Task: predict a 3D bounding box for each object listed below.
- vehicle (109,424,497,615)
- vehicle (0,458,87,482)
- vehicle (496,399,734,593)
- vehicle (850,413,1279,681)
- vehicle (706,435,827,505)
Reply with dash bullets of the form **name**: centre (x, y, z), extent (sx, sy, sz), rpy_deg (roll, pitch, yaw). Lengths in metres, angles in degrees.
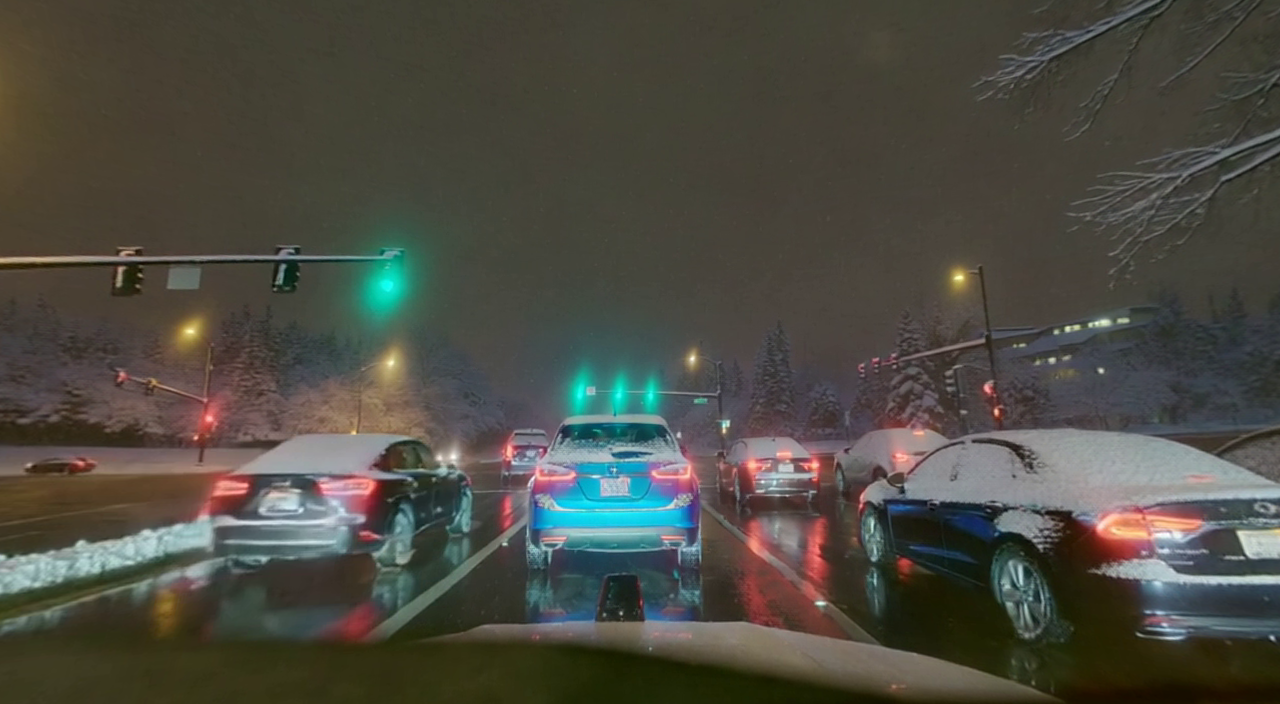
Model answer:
- **vehicle**: centre (-3.174, 1.658, 7.231), extent (2.077, 1.493, 4.281), rpy_deg (0, -9, 0)
- **vehicle**: centre (-39.358, 7.700, 41.314), extent (4.369, 1.466, 1.791), rpy_deg (1, -9, -9)
- **vehicle**: centre (-0.279, 1.560, 7.629), extent (2.101, 1.707, 3.904), rpy_deg (0, -8, -2)
- **vehicle**: centre (3.611, 1.395, 5.696), extent (1.861, 1.478, 4.185), rpy_deg (0, -8, -2)
- **vehicle**: centre (2.972, 2.859, 15.779), extent (1.950, 1.506, 4.086), rpy_deg (0, -8, -3)
